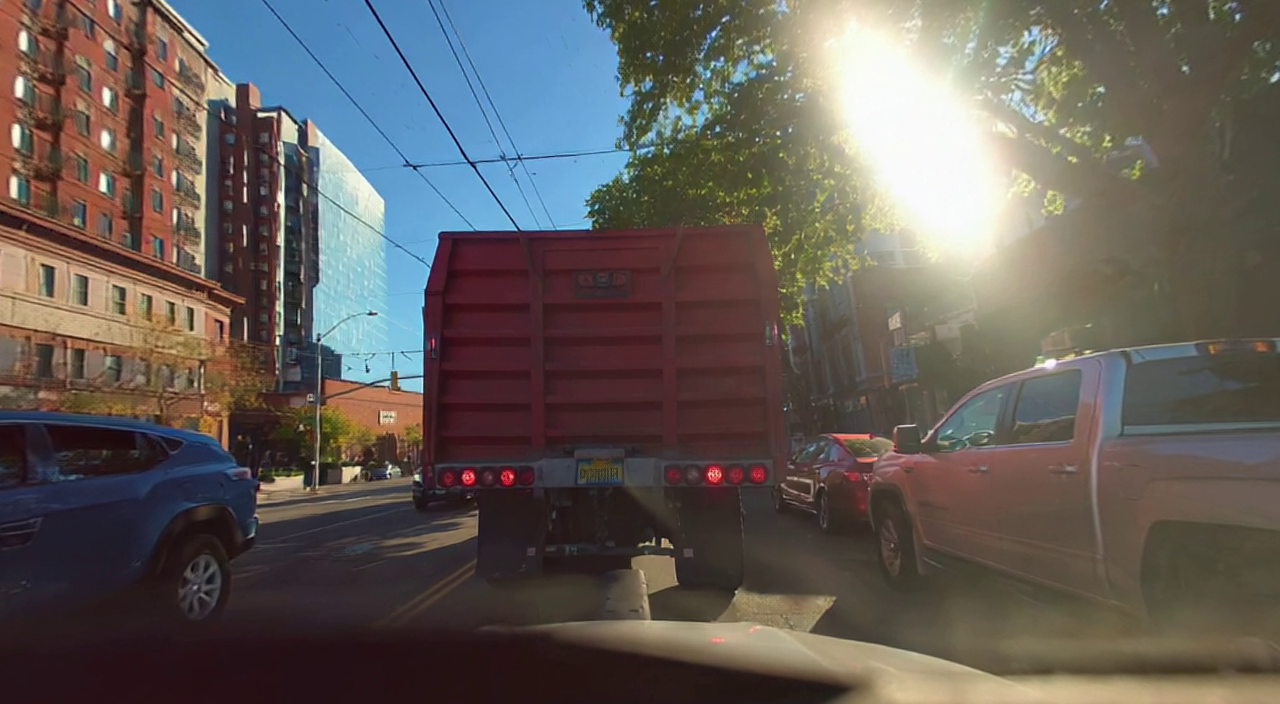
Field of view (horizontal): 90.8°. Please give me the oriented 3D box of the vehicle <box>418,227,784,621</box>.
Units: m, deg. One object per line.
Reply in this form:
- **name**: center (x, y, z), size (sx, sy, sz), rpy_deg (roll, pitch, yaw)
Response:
- **vehicle**: center (-0.219, 1.132, 9.271), size (2.878, 3.204, 8.244), rpy_deg (0, -8, 1)

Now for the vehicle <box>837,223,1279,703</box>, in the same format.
- **vehicle**: center (3.235, 0.843, 3.860), size (2.242, 1.979, 5.722), rpy_deg (0, -8, 1)

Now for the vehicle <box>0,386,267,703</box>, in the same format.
- **vehicle**: center (-4.121, 0.982, 2.934), size (1.988, 1.657, 4.492), rpy_deg (0, -8, 0)
